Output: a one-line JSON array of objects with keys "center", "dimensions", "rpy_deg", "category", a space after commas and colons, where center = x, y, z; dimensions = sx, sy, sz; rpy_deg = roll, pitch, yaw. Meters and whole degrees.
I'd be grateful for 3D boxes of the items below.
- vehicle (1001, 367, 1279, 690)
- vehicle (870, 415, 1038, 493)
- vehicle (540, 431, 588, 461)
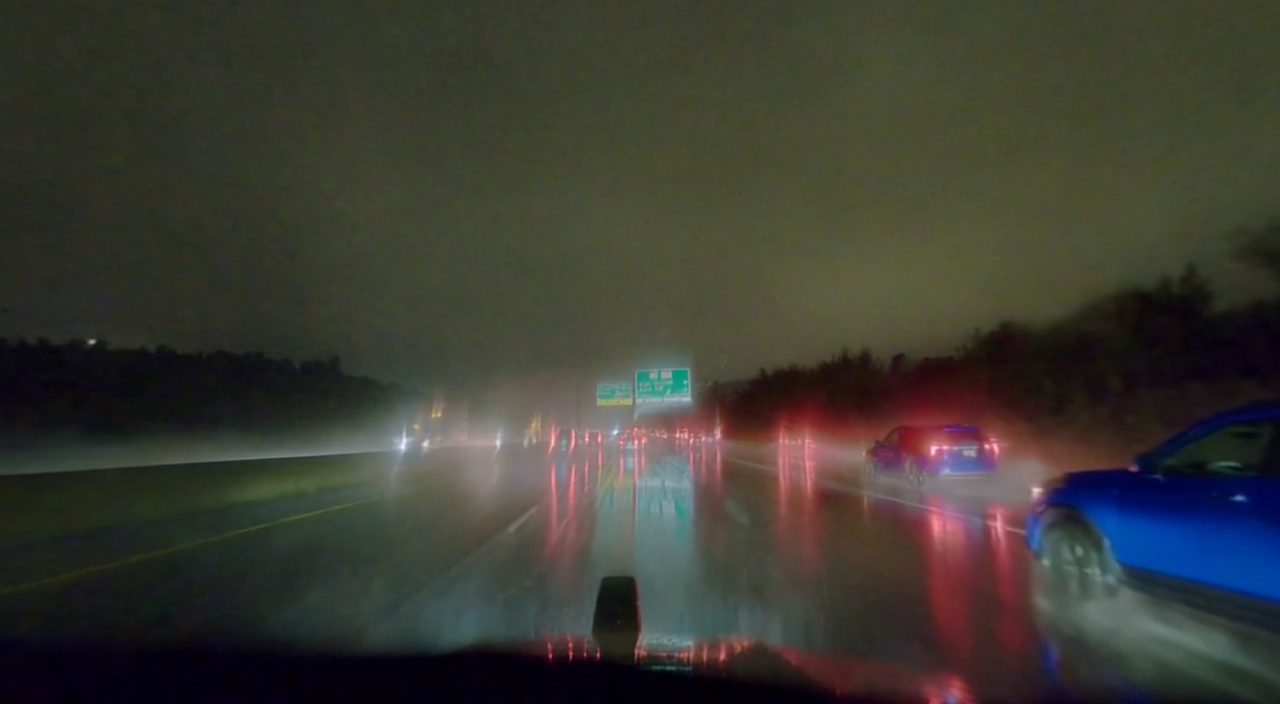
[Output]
[{"center": [4.148, 0.896, 3.299], "dimensions": [2.011, 1.576, 4.060], "rpy_deg": [0, -8, -1], "category": "vehicle"}, {"center": [7.324, 2.402, 15.211], "dimensions": [1.956, 1.634, 3.935], "rpy_deg": [0, -8, -1], "category": "vehicle"}, {"center": [-3.928, 4.903, 33.175], "dimensions": [2.032, 1.465, 4.316], "rpy_deg": [0, -8, -1], "category": "vehicle"}]
